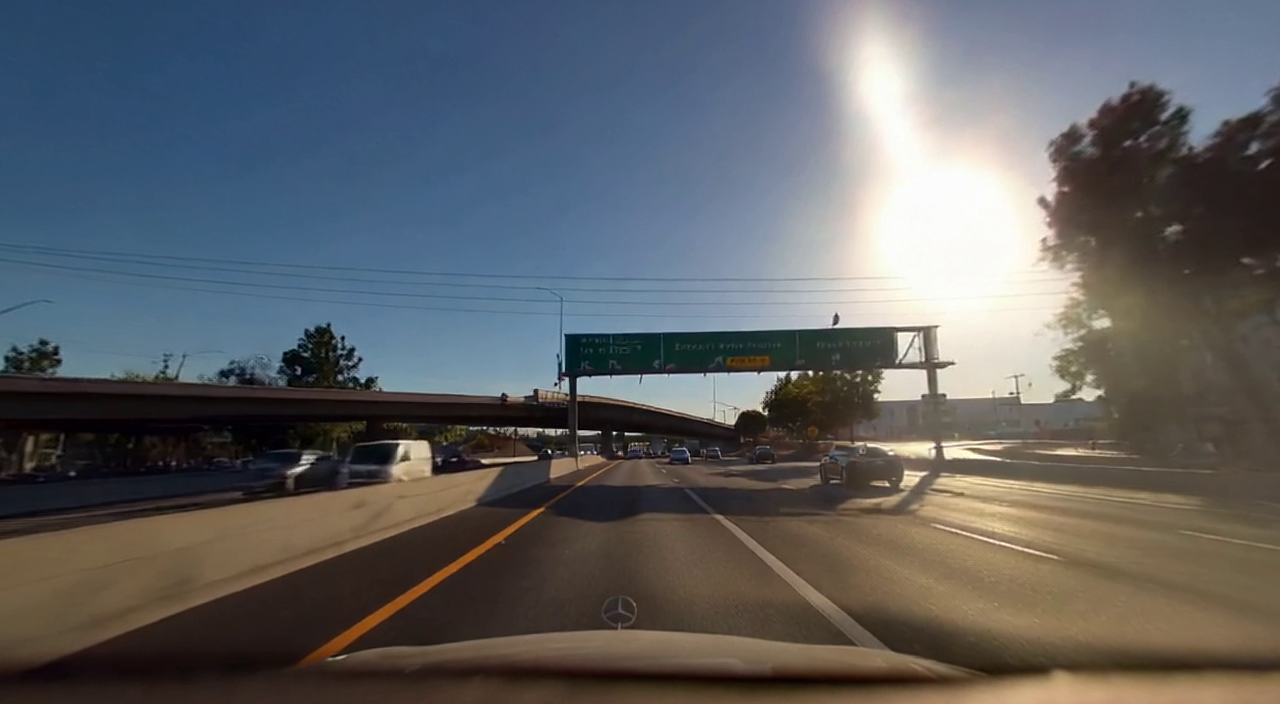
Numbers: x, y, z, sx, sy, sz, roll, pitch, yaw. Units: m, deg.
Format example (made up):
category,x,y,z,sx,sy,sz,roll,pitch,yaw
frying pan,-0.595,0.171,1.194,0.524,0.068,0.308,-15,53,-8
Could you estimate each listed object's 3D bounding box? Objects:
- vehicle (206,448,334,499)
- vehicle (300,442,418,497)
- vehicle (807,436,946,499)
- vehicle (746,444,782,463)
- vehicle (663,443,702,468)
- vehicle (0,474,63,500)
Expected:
category,x,y,z,sx,sy,sz,roll,pitch,yaw
vehicle,-13.323,4.374,23.153,1.989,1.628,4.420,-1,-8,0
vehicle,-10.029,4.192,23.037,2.147,1.758,4.619,-1,-8,0
vehicle,6.326,3.126,17.561,1.952,1.489,4.483,0,-8,-2
vehicle,9.528,7.838,48.922,1.838,1.440,4.121,0,-8,-2
vehicle,2.655,6.560,40.231,1.993,1.507,4.594,0,-8,-2
vehicle,-44.755,9.645,45.282,4.638,1.692,2.010,0,-9,-2
